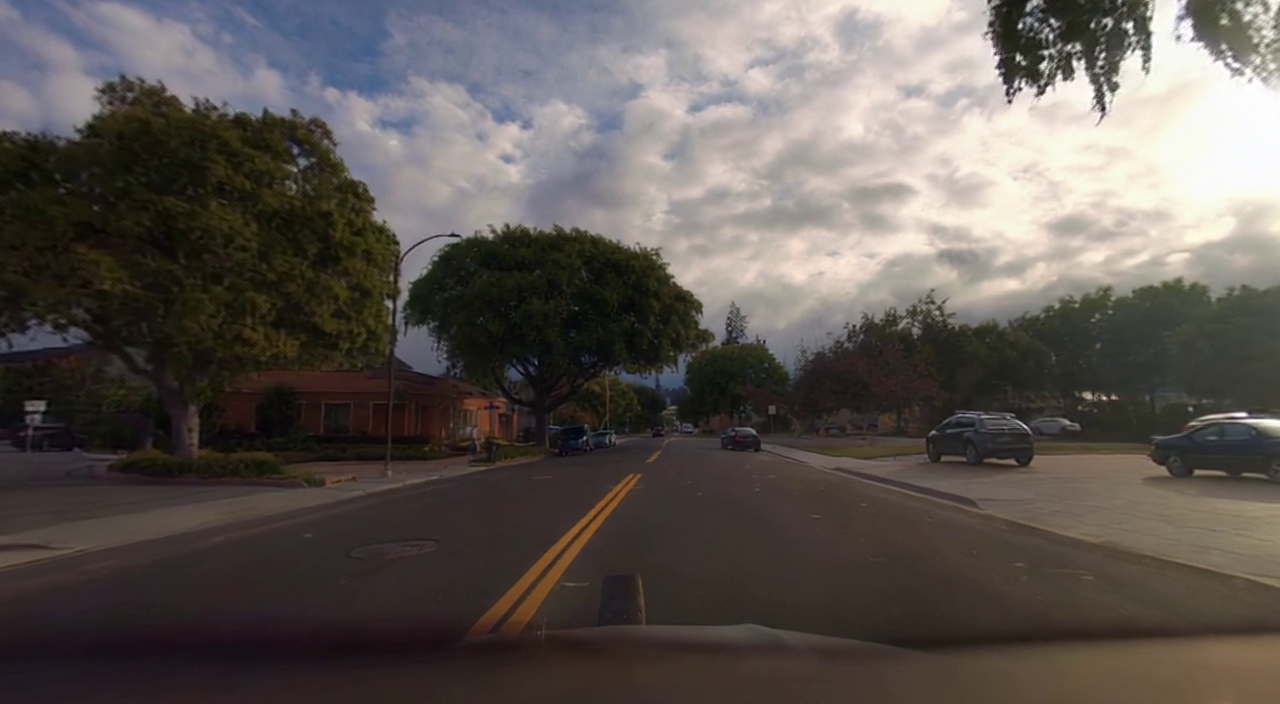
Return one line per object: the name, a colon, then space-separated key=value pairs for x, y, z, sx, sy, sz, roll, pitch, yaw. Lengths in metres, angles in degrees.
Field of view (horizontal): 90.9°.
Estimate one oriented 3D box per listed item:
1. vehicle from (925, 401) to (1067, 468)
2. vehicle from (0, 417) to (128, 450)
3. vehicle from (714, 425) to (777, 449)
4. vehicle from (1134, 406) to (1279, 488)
vehicle: x=10.976 y=2.631 z=19.914 sx=2.018 sy=1.840 sz=4.662 roll=-1 pitch=-8 yaw=5
vehicle: x=-29.680 y=4.164 z=32.221 sx=4.814 sy=1.609 sz=2.197 roll=2 pitch=-7 yaw=-16
vehicle: x=8.118 y=6.511 z=48.390 sx=4.277 sy=1.740 sz=2.097 roll=-4 pitch=-8 yaw=30
vehicle: x=12.948 y=1.933 z=13.028 sx=1.903 sy=1.528 sz=4.374 roll=0 pitch=-7 yaw=0
